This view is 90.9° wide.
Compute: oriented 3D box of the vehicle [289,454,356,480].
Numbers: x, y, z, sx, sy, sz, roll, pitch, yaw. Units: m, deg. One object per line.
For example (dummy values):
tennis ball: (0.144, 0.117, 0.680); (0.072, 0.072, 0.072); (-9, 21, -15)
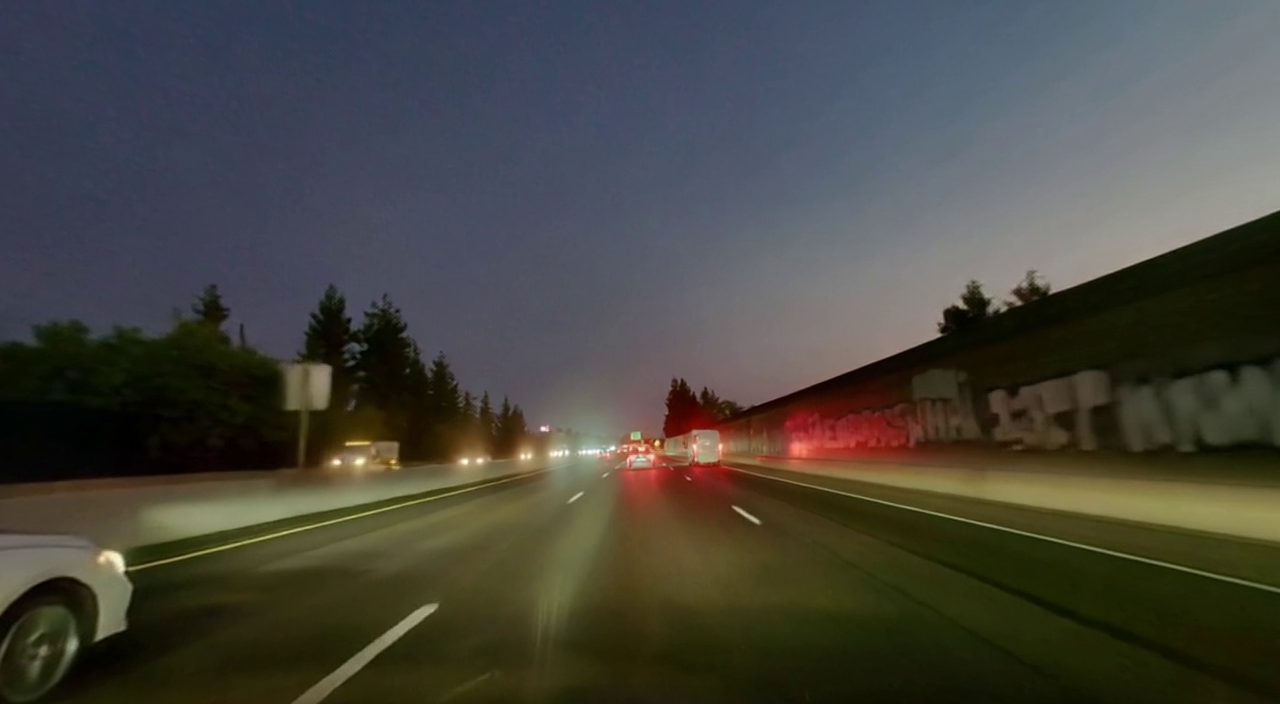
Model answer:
vehicle: (-20.283, 7.361, 40.524); (1.985, 1.499, 4.382); (0, -9, 0)

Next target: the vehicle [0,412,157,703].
vehicle: (-3.818, 0.778, 1.378); (2.023, 1.444, 4.379); (0, -9, 0)

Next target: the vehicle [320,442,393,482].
vehicle: (-20.346, 7.893, 45.559); (2.541, 2.627, 5.696); (-1, -9, 1)

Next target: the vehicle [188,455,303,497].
vehicle: (-16.282, 5.119, 26.353); (1.881, 1.530, 4.428); (-1, -9, 1)

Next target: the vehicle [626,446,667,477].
vehicle: (0.305, 5.759, 33.388); (2.009, 1.506, 4.091); (0, -9, -1)

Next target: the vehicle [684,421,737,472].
vehicle: (4.384, 6.072, 40.359); (2.549, 2.931, 6.310); (0, -9, -1)
